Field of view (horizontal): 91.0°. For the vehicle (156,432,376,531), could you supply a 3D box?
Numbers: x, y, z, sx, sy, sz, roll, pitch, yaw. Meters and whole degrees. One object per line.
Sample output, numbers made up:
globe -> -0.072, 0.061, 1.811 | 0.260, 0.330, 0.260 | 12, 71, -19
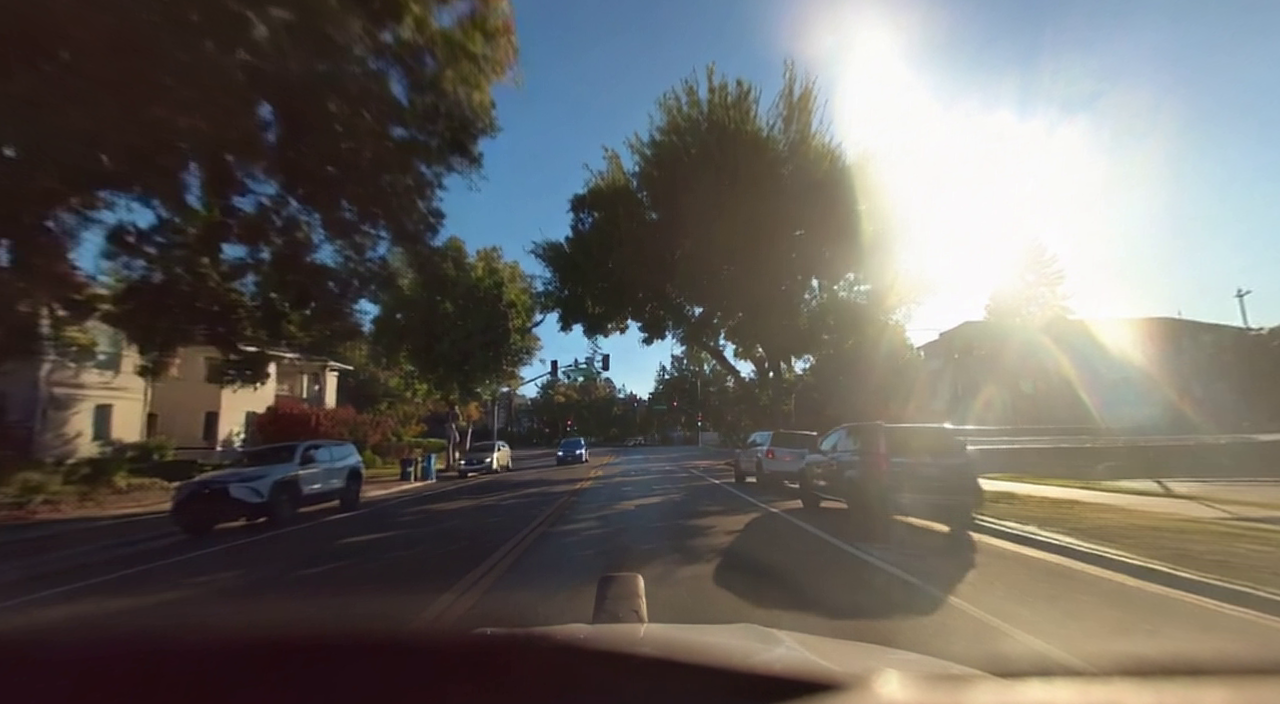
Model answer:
vehicle -> -7.577, 2.631, 13.445 | 1.994, 1.718, 4.518 | 0, -8, -2

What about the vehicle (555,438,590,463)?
vehicle -> -4.519, 6.515, 41.758 | 1.971, 1.497, 4.285 | 1, -9, -10

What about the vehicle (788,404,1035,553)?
vehicle -> 3.822, 1.856, 9.902 | 1.908, 1.788, 4.397 | 0, -8, 0

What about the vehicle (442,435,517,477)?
vehicle -> -7.497, 4.931, 30.068 | 2.150, 1.766, 5.483 | -1, -8, 0
